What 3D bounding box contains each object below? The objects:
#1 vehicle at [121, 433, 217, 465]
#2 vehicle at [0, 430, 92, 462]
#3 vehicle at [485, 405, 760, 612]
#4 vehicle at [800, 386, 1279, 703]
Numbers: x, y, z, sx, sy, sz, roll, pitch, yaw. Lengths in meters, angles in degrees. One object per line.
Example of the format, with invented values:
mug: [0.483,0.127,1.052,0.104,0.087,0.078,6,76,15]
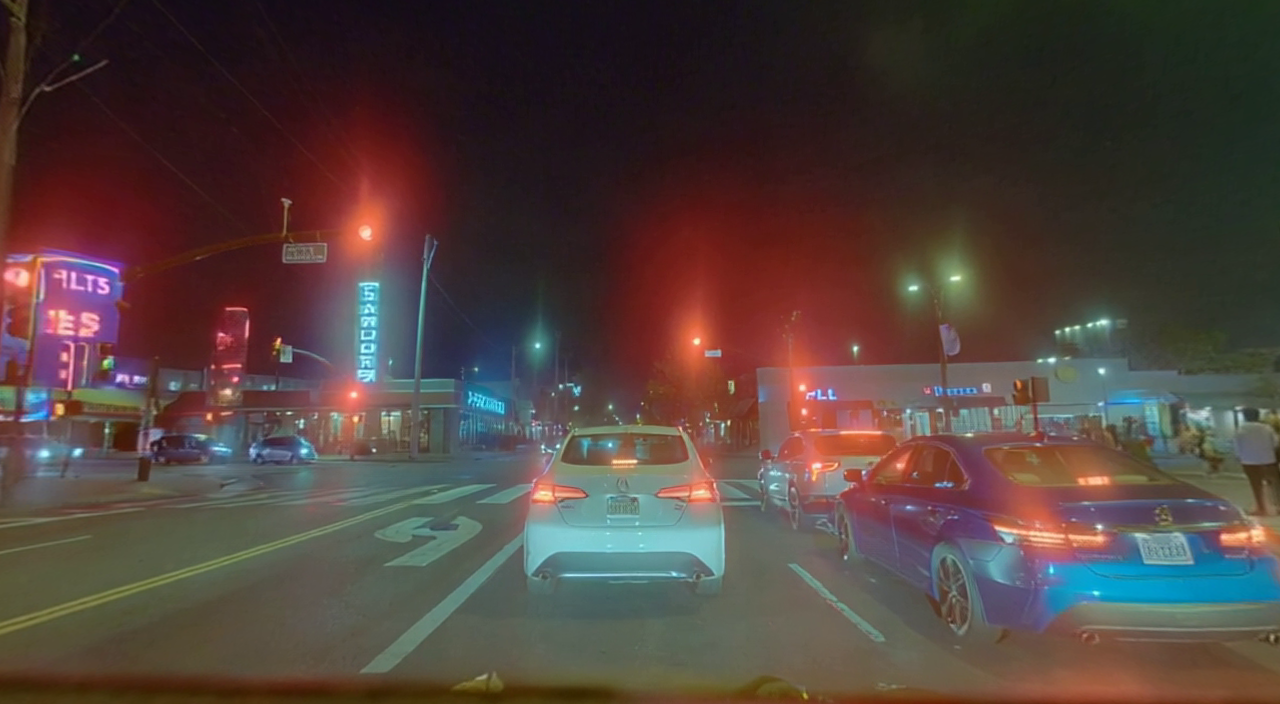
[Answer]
vehicle: [-25.300,5.216,33.971,4.253,1.570,2.132,-4,-9,22]
vehicle: [-32.091,5.076,34.129,4.164,1.652,2.087,-4,-9,25]
vehicle: [-0.139,1.560,7.318,2.123,1.589,4.702,0,-8,0]
vehicle: [3.032,1.331,5.582,1.983,1.654,4.354,0,-8,-2]
